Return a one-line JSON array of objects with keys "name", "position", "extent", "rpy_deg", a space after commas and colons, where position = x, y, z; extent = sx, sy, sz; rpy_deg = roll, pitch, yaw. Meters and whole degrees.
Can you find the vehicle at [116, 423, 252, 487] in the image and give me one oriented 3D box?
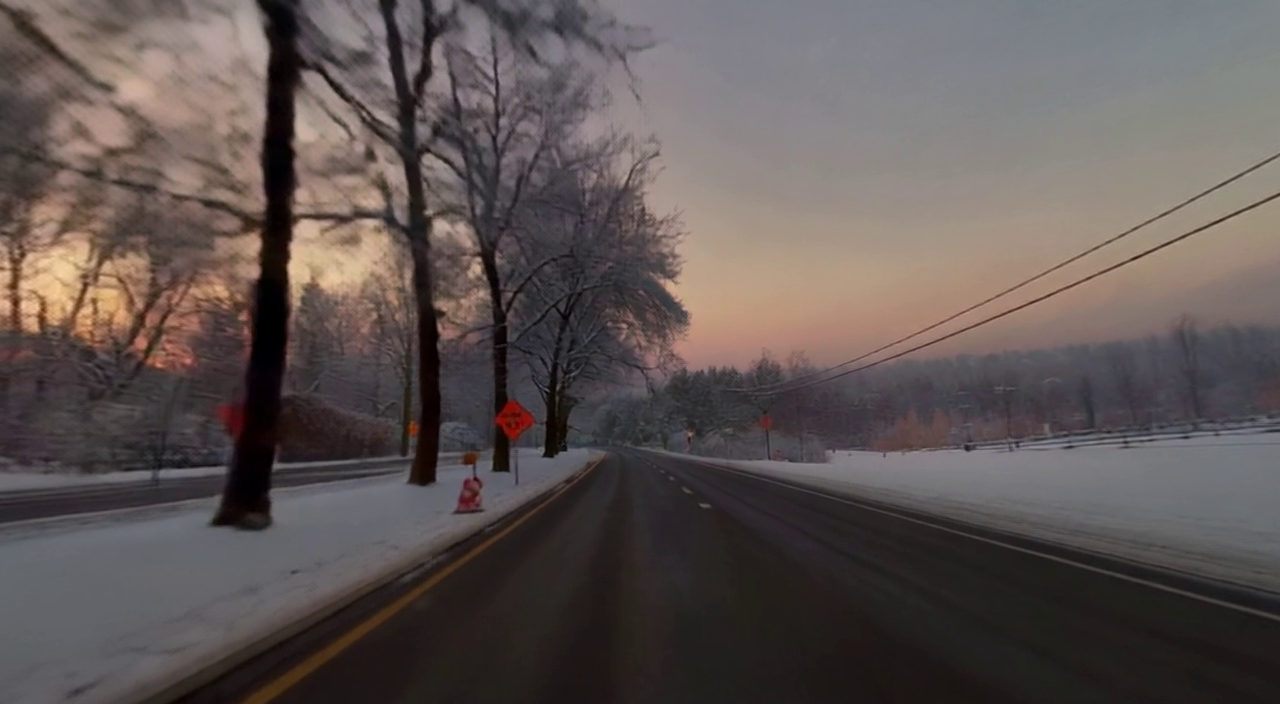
[{"name": "vehicle", "position": [-15.724, 3.561, 22.032], "extent": [2.340, 2.062, 3.192], "rpy_deg": [0, -8, -3]}]
